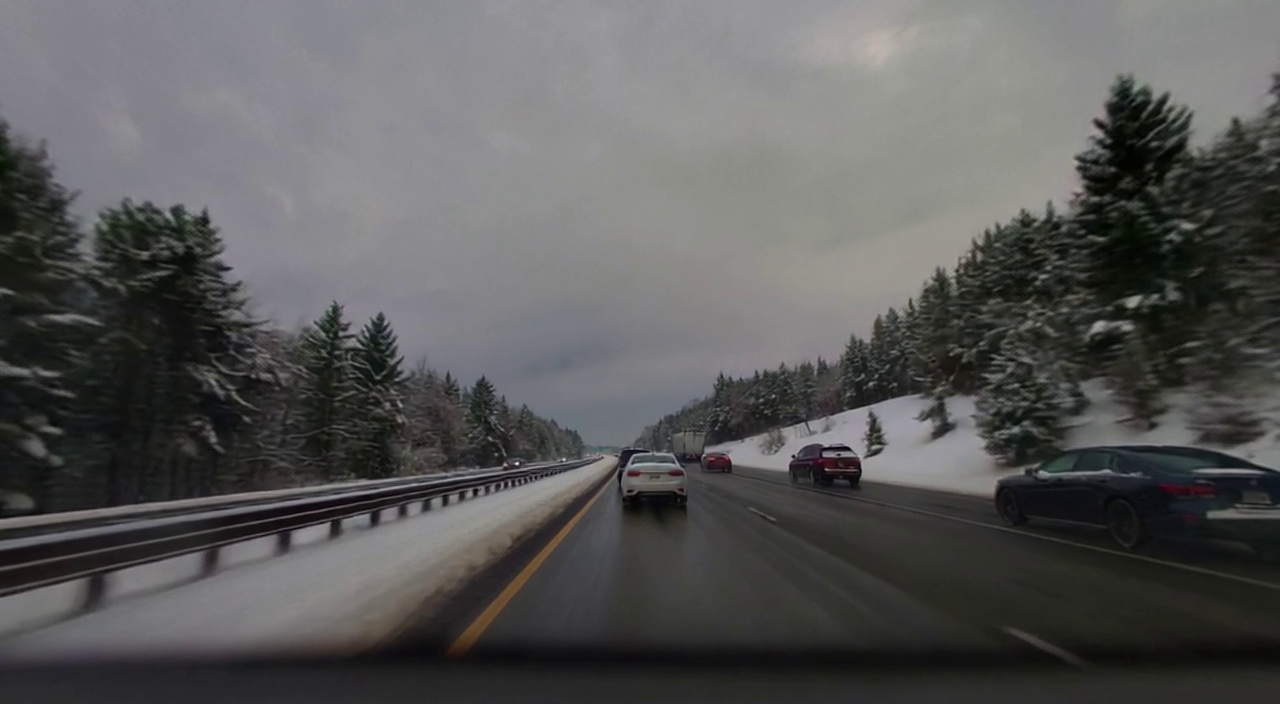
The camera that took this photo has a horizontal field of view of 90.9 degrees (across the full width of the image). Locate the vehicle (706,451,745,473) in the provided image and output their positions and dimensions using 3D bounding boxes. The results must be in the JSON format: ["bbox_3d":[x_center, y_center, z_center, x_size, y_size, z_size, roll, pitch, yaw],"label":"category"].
[{"bbox_3d":[6.044,7.803,44.945,1.921,1.451,3.841,0,-9,-4],"label":"vehicle"}]

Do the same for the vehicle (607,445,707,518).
[{"bbox_3d":[0.315,3.003,15.052,2.076,1.485,3.774,0,-9,-1],"label":"vehicle"}]

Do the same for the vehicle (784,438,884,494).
[{"bbox_3d":[6.523,3.889,21.794,1.980,1.702,4.235,0,-9,-2],"label":"vehicle"}]

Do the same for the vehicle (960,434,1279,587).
[{"bbox_3d":[6.306,1.886,8.304,1.965,1.484,4.090,0,-9,0],"label":"vehicle"}]
